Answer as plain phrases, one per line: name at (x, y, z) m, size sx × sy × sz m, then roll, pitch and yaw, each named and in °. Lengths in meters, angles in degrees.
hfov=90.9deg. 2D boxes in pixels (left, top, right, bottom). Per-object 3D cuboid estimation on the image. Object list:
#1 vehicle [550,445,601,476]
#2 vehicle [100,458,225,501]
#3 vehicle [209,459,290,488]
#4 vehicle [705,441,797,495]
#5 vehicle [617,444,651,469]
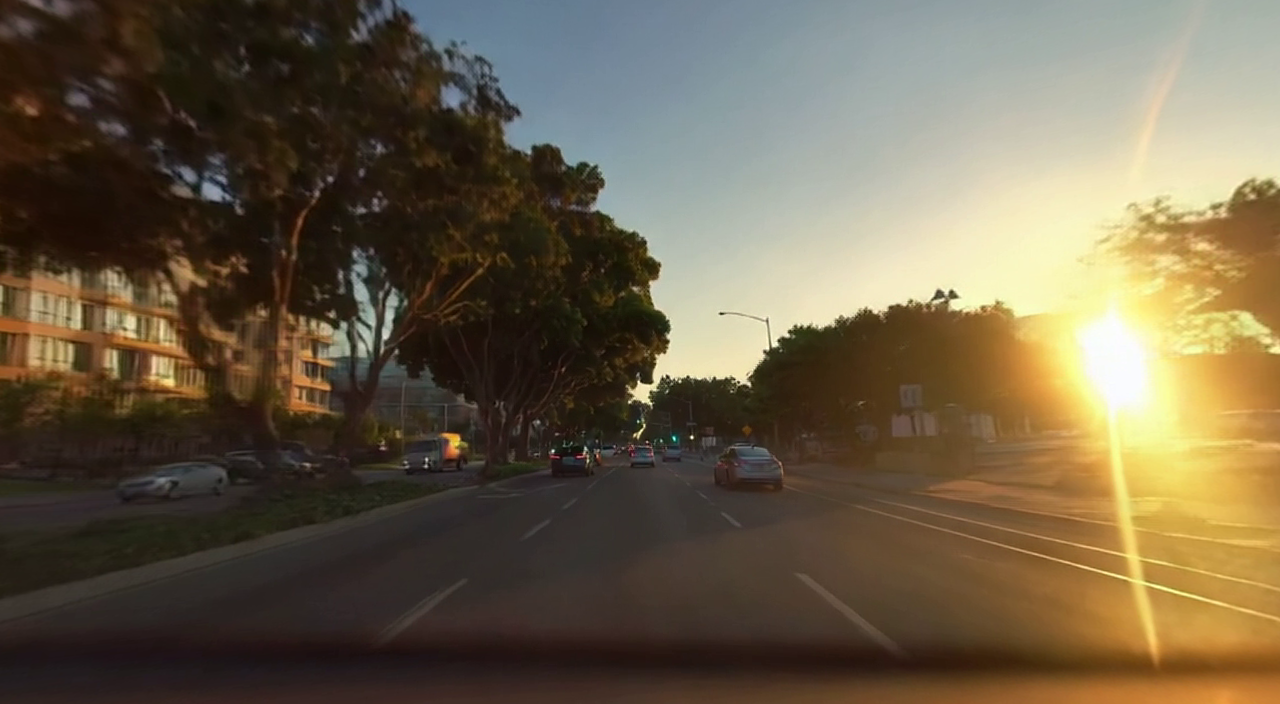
vehicle at (-3.204, 5.462, 32.010) m, size 2.082 × 1.467 × 4.379 m, roll 0°, pitch -8°, yaw 0°
vehicle at (-19.165, 5.117, 25.558) m, size 1.924 × 1.493 × 4.006 m, roll 0°, pitch -8°, yaw 0°
vehicle at (-22.583, 7.027, 36.703) m, size 1.871 × 1.471 × 4.482 m, roll 0°, pitch -8°, yaw 0°
vehicle at (3.385, 3.625, 20.131) m, size 1.990 × 1.486 × 4.431 m, roll 0°, pitch -8°, yaw -2°
vehicle at (-0.392, 6.656, 40.293) m, size 2.101 × 1.480 × 3.929 m, roll 0°, pitch -8°, yaw -1°
